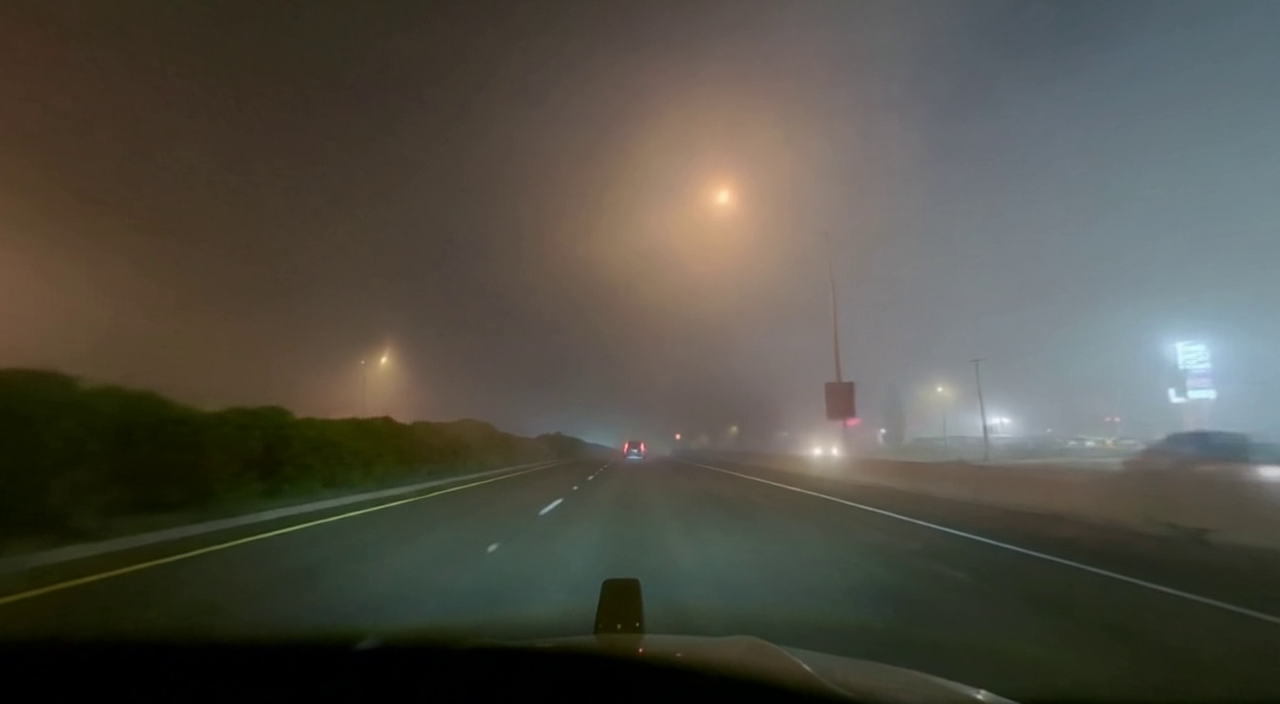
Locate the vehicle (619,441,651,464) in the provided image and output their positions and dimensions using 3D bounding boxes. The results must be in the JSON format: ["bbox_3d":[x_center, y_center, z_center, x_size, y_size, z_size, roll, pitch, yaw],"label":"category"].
[{"bbox_3d":[-0.366,7.079,44.434,2.110,1.555,4.431,0,-9,-1],"label":"vehicle"}]

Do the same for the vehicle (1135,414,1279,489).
[{"bbox_3d":[18.162,2.912,18.473,2.288,1.963,5.983,1,-9,-2],"label":"vehicle"}]
